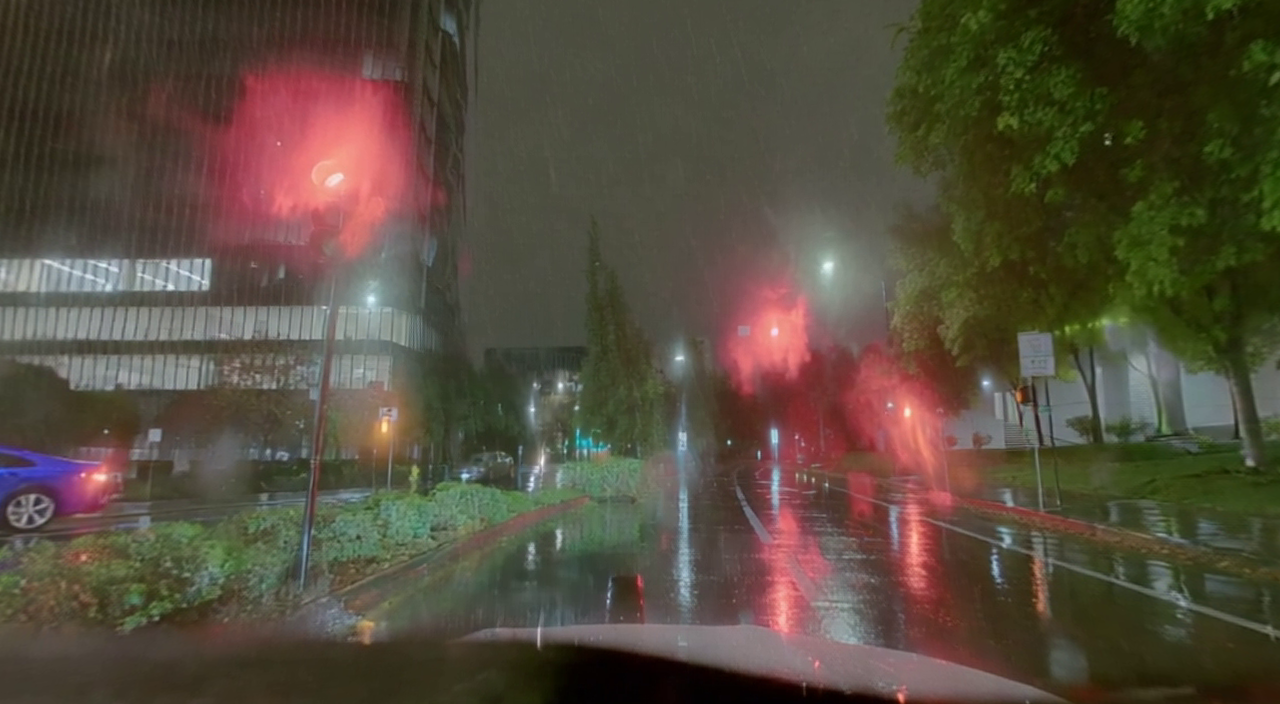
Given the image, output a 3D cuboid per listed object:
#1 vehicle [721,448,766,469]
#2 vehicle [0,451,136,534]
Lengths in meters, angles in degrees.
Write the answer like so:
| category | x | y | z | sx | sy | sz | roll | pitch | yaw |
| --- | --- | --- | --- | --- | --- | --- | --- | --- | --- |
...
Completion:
| category | x | y | z | sx | sy | sz | roll | pitch | yaw |
| --- | --- | --- | --- | --- | --- | --- | --- | --- | --- |
| vehicle | 7.861 | 8.122 | 48.419 | 1.829 | 1.440 | 4.384 | 2 | -9 | -14 |
| vehicle | -12.858 | 2.713 | 12.275 | 4.598 | 1.490 | 1.816 | 7 | -11 | -40 |
